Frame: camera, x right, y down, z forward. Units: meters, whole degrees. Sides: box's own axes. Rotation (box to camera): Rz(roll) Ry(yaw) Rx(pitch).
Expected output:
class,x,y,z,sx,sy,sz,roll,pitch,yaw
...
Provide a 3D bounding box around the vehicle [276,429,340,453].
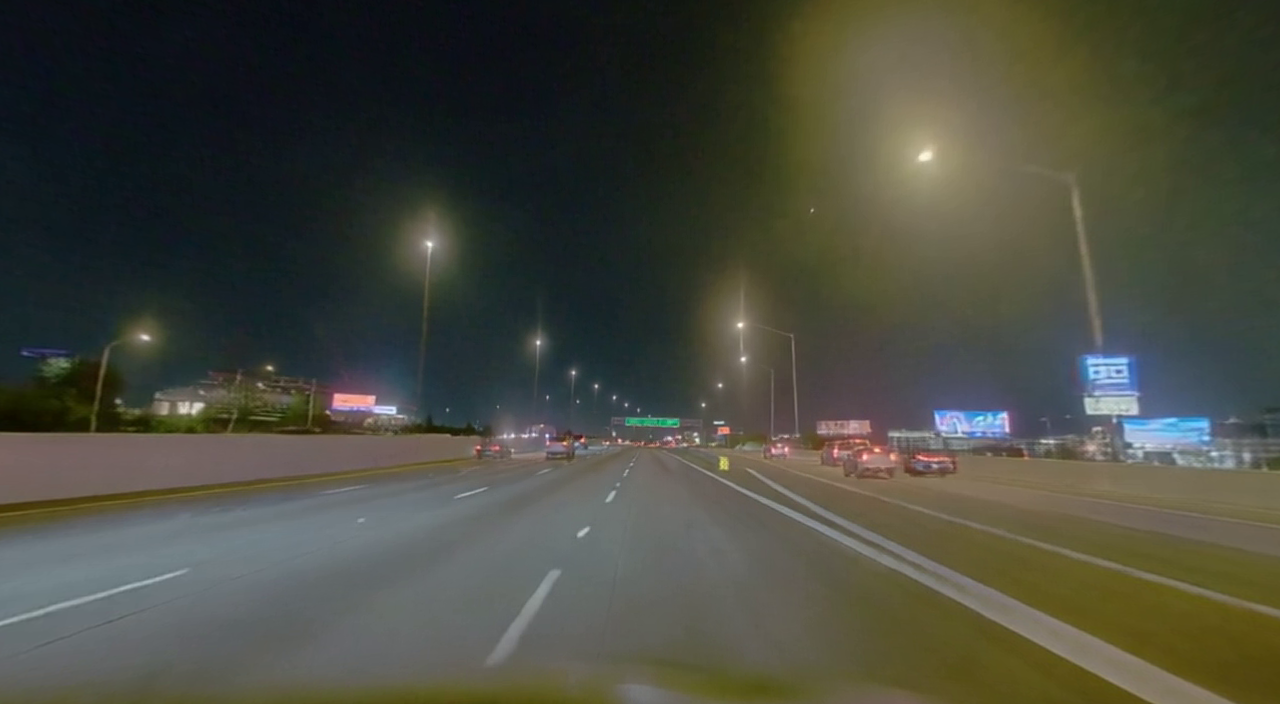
class,x,y,z,sx,sy,sz,roll,pitch,yaw
vehicle,-21.846,5.855,41.534,1.831,1.474,4.134,0,-8,2

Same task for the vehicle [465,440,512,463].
class,x,y,z,sx,sy,sz,roll,pitch,yaw
vehicle,-9.788,6.446,41.017,1.976,1.413,4.088,0,-8,1

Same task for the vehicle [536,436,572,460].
class,x,y,z,sx,sy,sz,roll,pitch,yaw
vehicle,-6.200,6.998,45.862,1.979,1.646,4.096,0,-8,1
